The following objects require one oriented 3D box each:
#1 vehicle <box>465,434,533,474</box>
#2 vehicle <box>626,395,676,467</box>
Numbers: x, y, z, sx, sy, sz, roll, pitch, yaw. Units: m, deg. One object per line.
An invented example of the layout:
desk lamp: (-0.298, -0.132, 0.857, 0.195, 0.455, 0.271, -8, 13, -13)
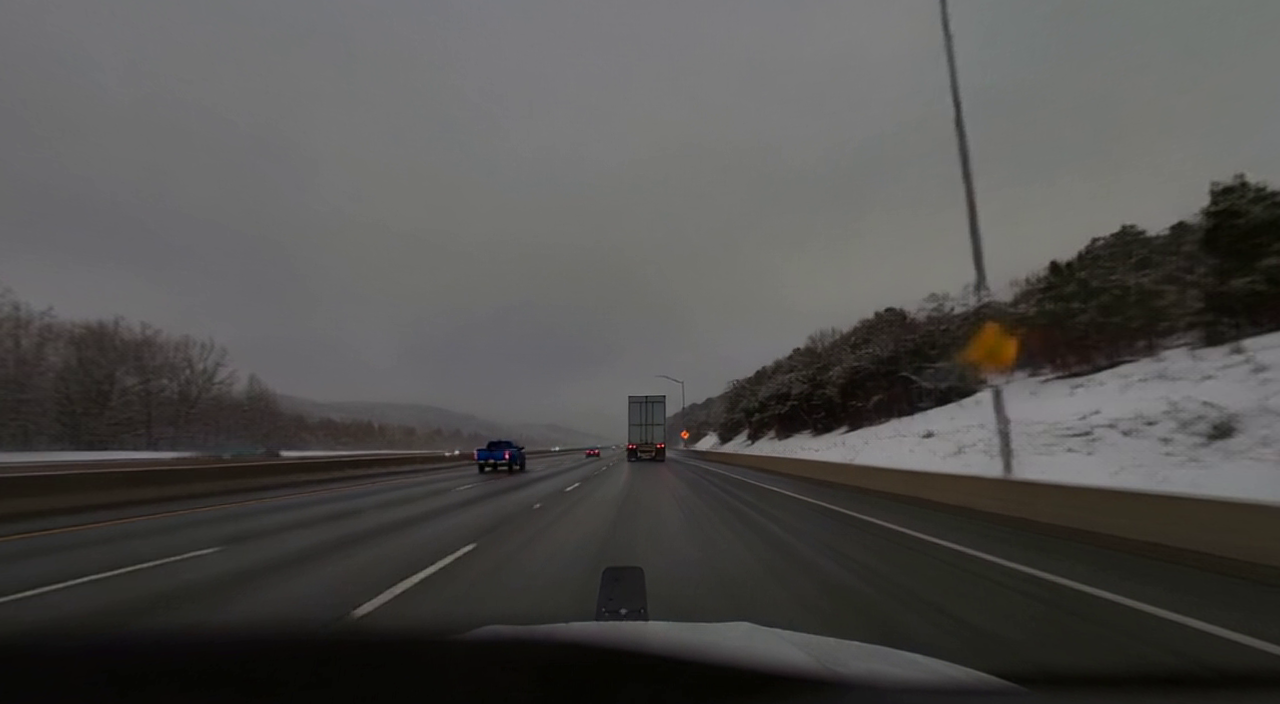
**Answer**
vehicle: (-6.965, 5.106, 31.811, 2.113, 1.837, 5.339, 0, -8, 1)
vehicle: (0.730, 5.791, 45.110, 2.951, 4.229, 15.519, 0, -8, 0)
